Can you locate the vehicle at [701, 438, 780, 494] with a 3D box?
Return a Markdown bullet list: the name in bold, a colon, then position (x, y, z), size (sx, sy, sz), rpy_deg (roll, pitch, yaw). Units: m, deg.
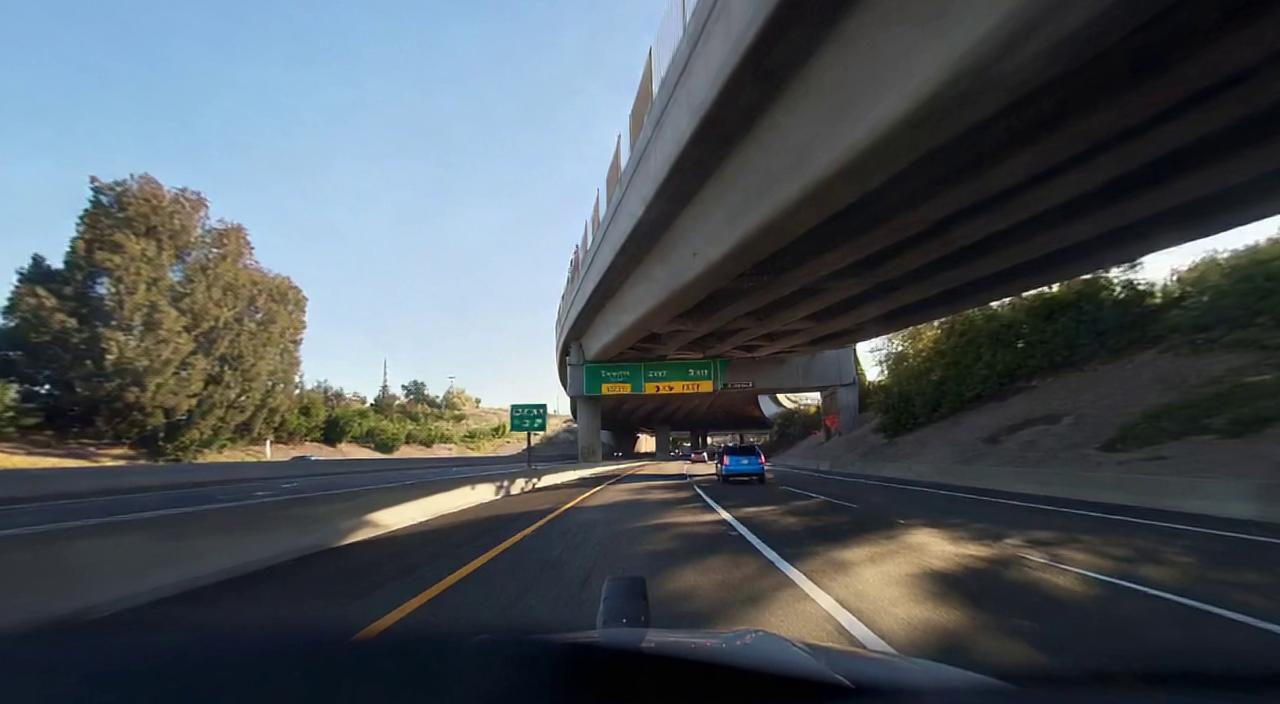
- **vehicle**: position (3.412, 3.948, 22.242), size (2.143, 1.730, 4.303), rpy_deg (0, -9, 1)
